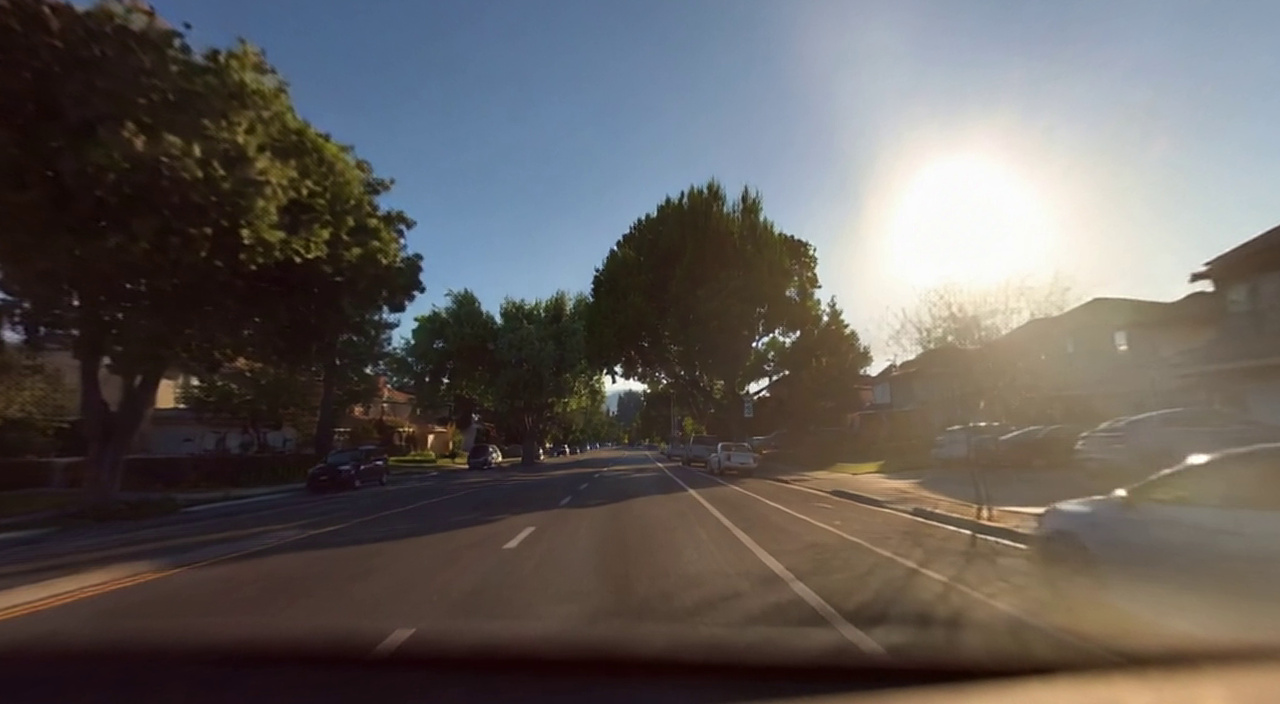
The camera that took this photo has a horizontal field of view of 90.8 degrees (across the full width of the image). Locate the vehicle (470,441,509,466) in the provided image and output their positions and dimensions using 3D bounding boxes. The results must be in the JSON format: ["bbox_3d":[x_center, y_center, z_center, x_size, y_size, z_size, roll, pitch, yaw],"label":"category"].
[{"bbox_3d":[-11.182,7.573,47.080,1.964,1.667,4.217,-3,-9,-2],"label":"vehicle"}]

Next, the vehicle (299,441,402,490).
[{"bbox_3d":[-11.105,4.347,24.674,2.091,1.717,4.392,0,-8,-3],"label":"vehicle"}]

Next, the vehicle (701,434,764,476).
[{"bbox_3d":[3.892,4.419,27.449,2.007,1.657,4.362,0,-8,-1],"label":"vehicle"}]

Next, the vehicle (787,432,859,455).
[{"bbox_3d":[12.185,6.115,42.307,4.285,1.434,1.740,0,-8,0],"label":"vehicle"}]

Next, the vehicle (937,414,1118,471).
[{"bbox_3d":[12.096,2.855,19.979,4.364,1.677,2.006,0,-8,-1],"label":"vehicle"}]

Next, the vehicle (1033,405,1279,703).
[{"bbox_3d":[4.123,1.006,2.951,1.901,1.521,4.204,0,-8,1],"label":"vehicle"}]
